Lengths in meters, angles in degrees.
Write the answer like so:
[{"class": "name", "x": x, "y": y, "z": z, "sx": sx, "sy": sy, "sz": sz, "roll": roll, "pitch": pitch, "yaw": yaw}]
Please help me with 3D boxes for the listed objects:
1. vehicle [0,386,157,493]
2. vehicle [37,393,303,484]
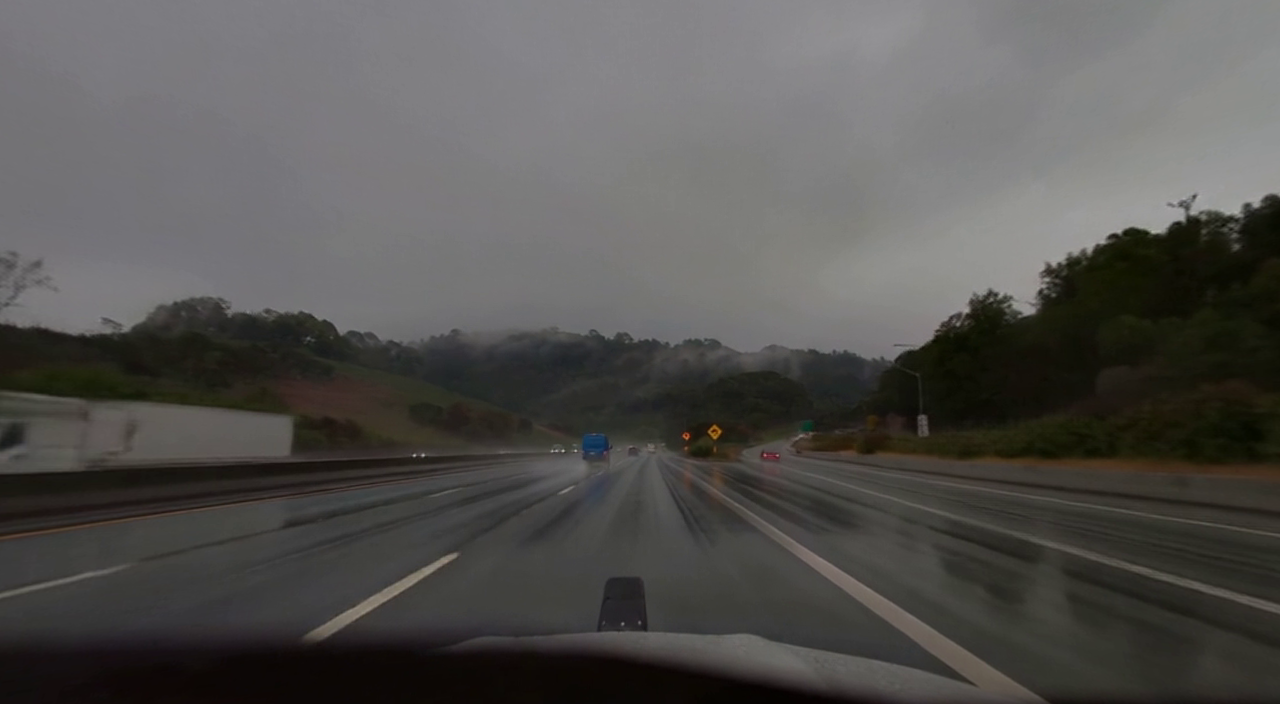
[{"class": "vehicle", "x": -26.078, "y": 3.829, "z": 27.298, "sx": 3.058, "sy": 4.063, "sz": 8.617, "roll": 0, "pitch": -8, "yaw": 1}, {"class": "vehicle", "x": -26.126, "y": 5.200, "z": 37.333, "sx": 2.883, "sy": 4.138, "sz": 16.730, "roll": 0, "pitch": -8, "yaw": 0}]
